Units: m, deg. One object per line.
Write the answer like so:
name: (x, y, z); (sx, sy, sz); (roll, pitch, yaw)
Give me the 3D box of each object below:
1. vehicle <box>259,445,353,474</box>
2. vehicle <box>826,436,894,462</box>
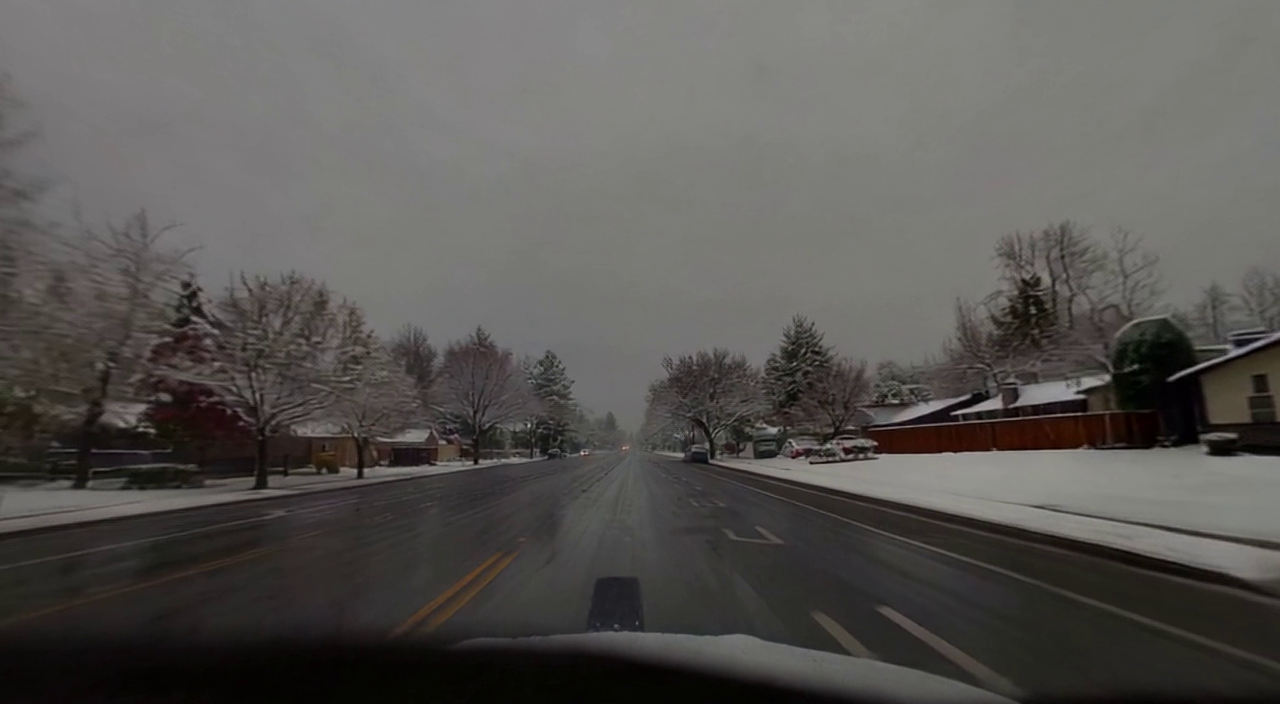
vehicle: (-21.971, 7.099, 41.732); (4.889, 1.822, 2.159); (0, -8, -3)
vehicle: (15.403, 6.779, 44.389); (4.010, 1.751, 1.922); (-1, -8, 3)
